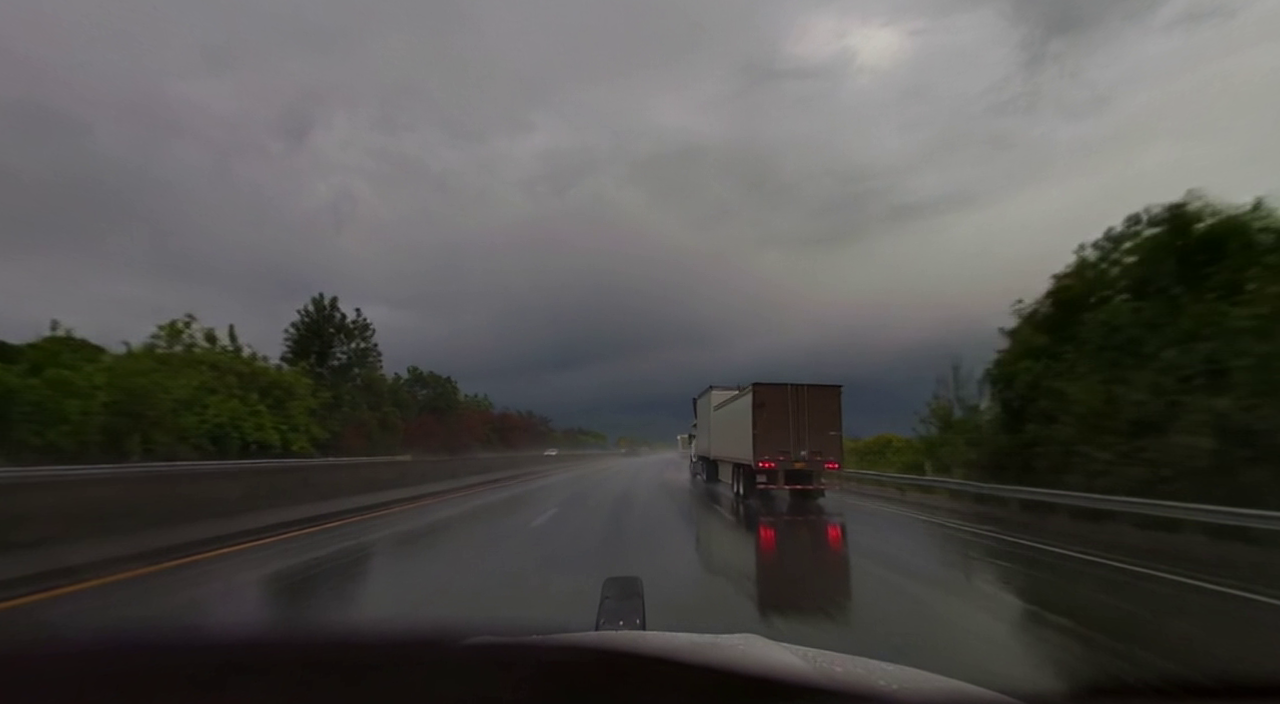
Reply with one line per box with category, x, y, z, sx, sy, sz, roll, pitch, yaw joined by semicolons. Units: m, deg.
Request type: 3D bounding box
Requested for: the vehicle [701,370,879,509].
vehicle;4.363;3.242;22.633;2.868;3.427;14.032;0;-9;0
